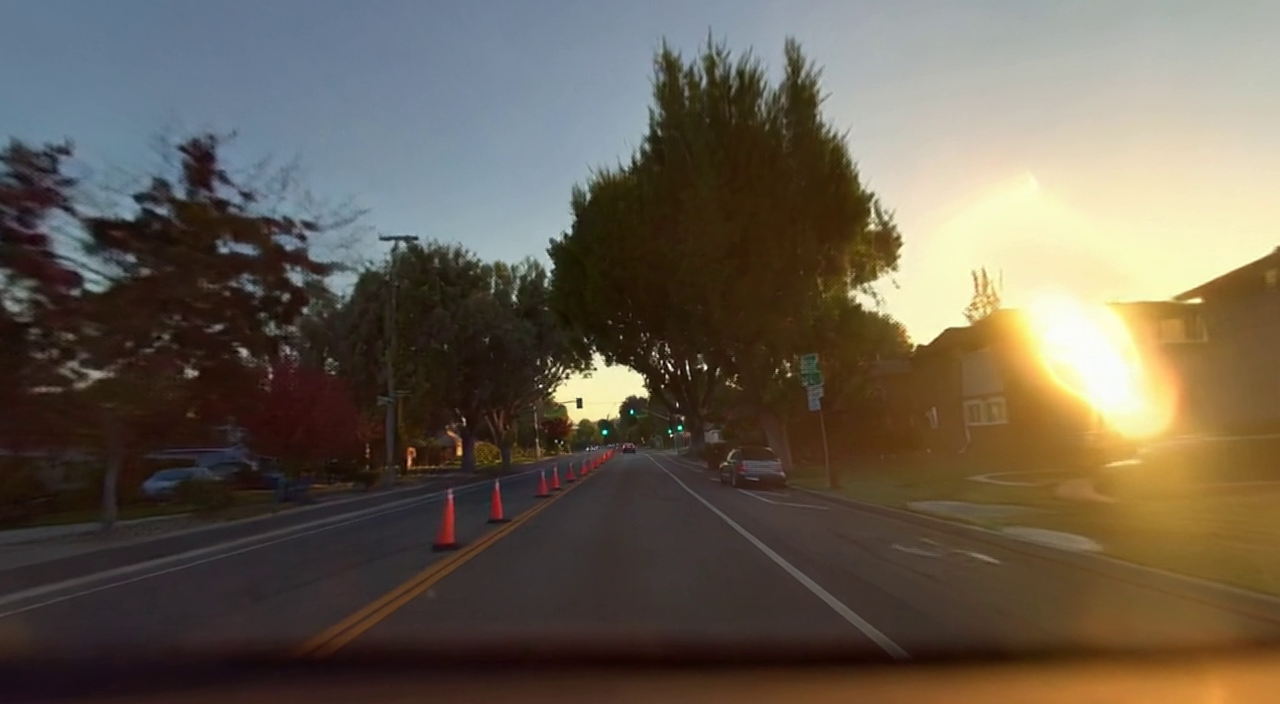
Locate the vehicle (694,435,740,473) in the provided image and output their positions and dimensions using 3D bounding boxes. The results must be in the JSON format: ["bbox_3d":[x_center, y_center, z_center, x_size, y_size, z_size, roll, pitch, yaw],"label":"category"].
[{"bbox_3d":[4.095,5.480,34.168,2.241,1.935,3.270,-1,-8,4],"label":"vehicle"}]

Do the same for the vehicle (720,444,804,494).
[{"bbox_3d":[3.807,3.714,20.509,1.870,1.441,4.539,0,-8,1],"label":"vehicle"}]
